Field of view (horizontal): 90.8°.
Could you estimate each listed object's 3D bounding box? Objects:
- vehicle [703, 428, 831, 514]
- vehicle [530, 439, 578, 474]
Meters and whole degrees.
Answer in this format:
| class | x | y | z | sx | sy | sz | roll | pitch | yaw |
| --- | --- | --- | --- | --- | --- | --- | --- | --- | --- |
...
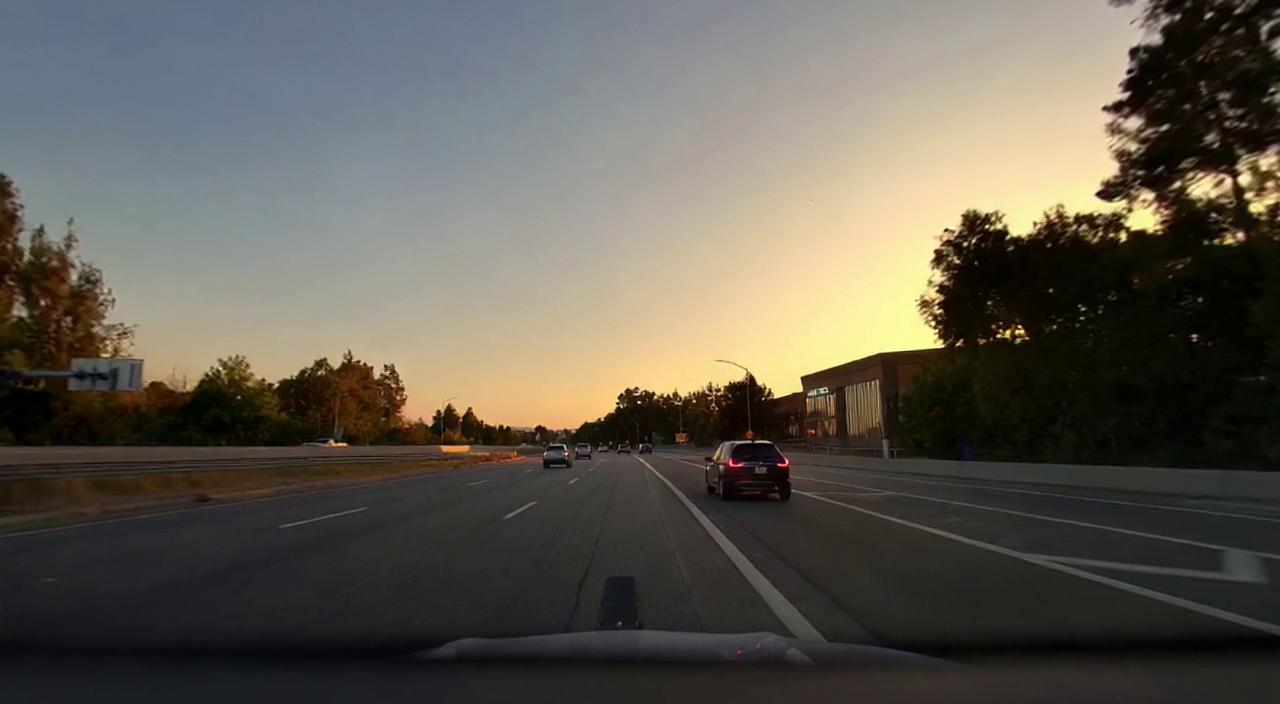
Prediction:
| class | x | y | z | sx | sy | sz | roll | pitch | yaw |
| --- | --- | --- | --- | --- | --- | --- | --- | --- | --- |
| vehicle | 2.741 | 2.683 | 14.758 | 1.997 | 1.686 | 4.247 | 0 | -8 | -2 |
| vehicle | -4.784 | 5.883 | 35.851 | 2.160 | 1.794 | 4.646 | 0 | -8 | -1 |
